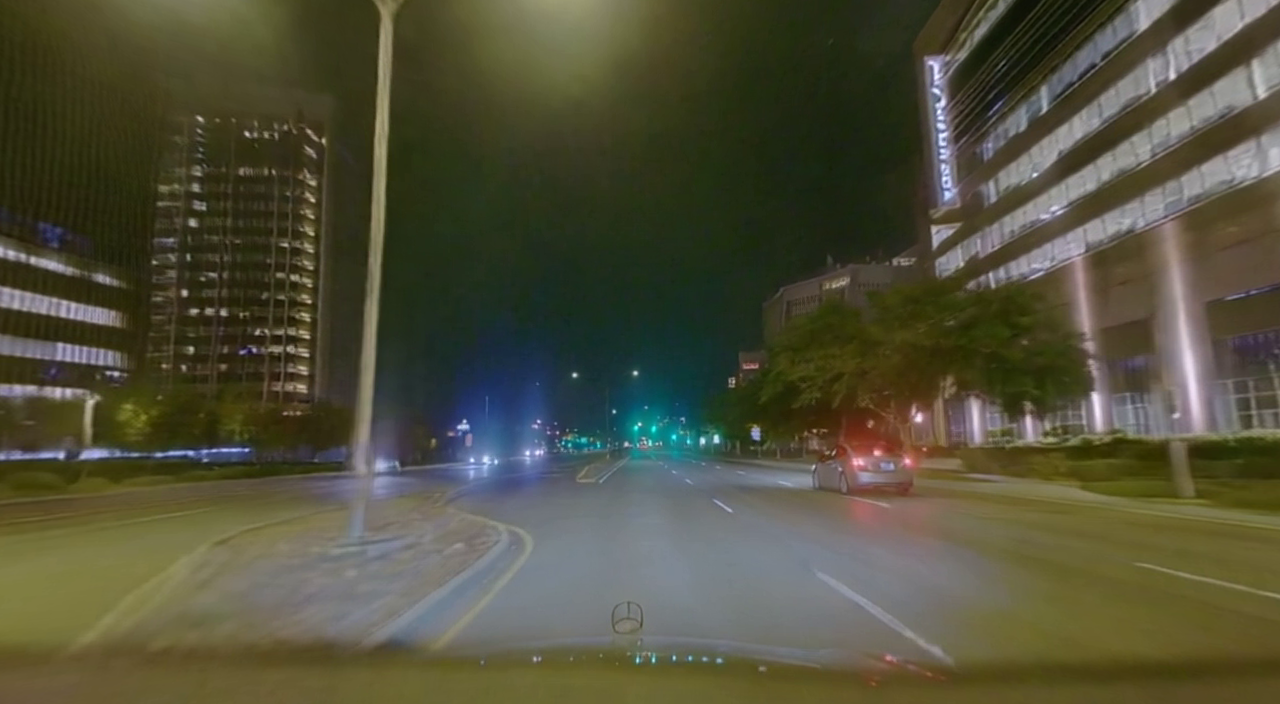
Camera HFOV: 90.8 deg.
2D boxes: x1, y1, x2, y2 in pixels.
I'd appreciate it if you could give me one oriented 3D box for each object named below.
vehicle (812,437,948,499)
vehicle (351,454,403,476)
[{"bbox_3d":[6.602,3.240,18.074,1.913,1.504,4.738,0,-8,-1],"label":"vehicle"},{"bbox_3d":[-19.292,8.284,46.578,1.895,1.458,4.586,-3,-9,0],"label":"vehicle"}]
